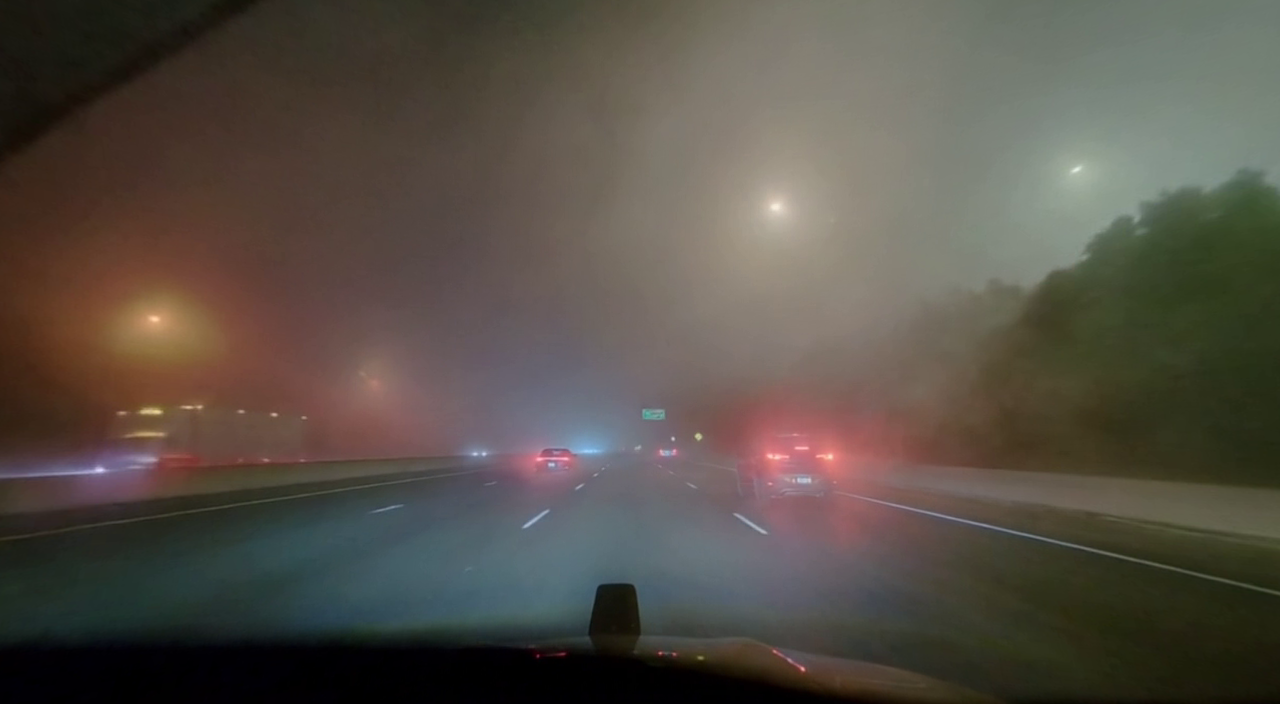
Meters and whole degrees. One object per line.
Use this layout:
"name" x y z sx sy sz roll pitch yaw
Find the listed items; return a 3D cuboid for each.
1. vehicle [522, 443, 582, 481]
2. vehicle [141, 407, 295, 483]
"vehicle" -3.831 4.879 28.318 2.037 1.514 4.335 0 -8 0
"vehicle" -24.962 5.625 38.296 2.889 3.965 9.817 0 -8 -3
